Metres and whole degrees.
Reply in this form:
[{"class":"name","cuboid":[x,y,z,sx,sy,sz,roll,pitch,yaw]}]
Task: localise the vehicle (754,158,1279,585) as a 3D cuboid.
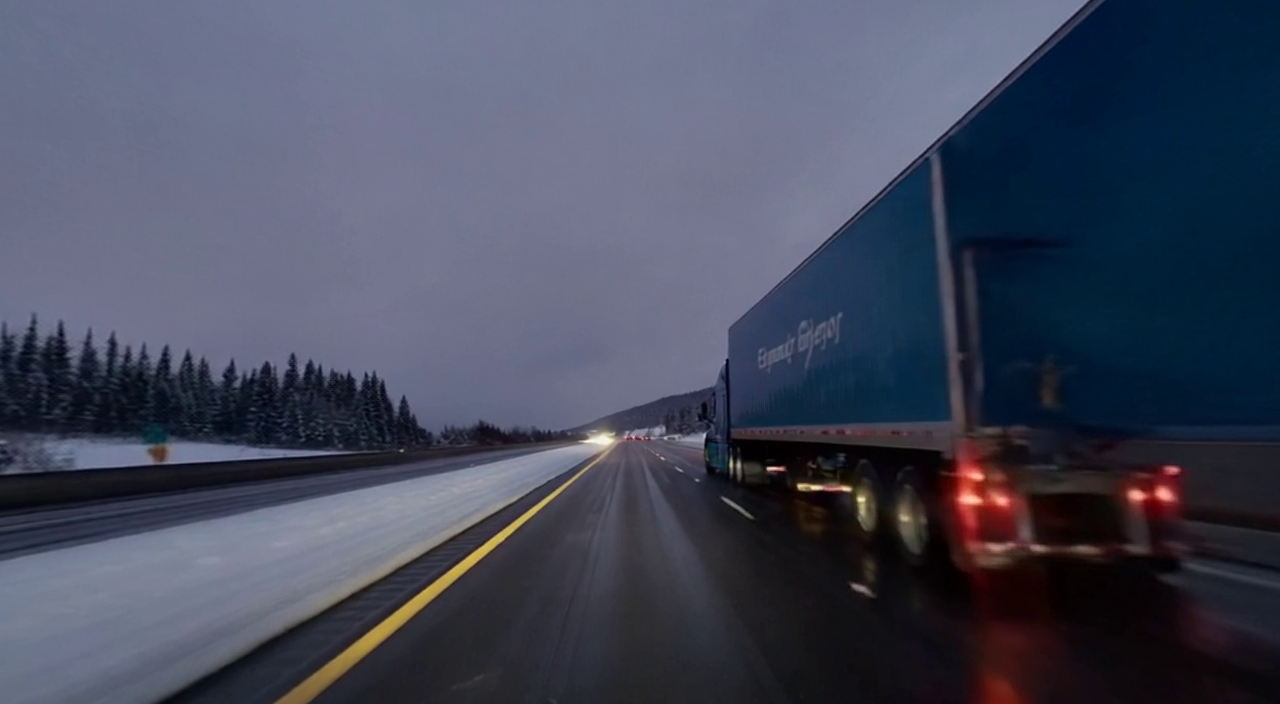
[{"class":"vehicle","cuboid":[4.109,0.645,9.832,2.888,3.866,8.380,0,-8,-1]}]
